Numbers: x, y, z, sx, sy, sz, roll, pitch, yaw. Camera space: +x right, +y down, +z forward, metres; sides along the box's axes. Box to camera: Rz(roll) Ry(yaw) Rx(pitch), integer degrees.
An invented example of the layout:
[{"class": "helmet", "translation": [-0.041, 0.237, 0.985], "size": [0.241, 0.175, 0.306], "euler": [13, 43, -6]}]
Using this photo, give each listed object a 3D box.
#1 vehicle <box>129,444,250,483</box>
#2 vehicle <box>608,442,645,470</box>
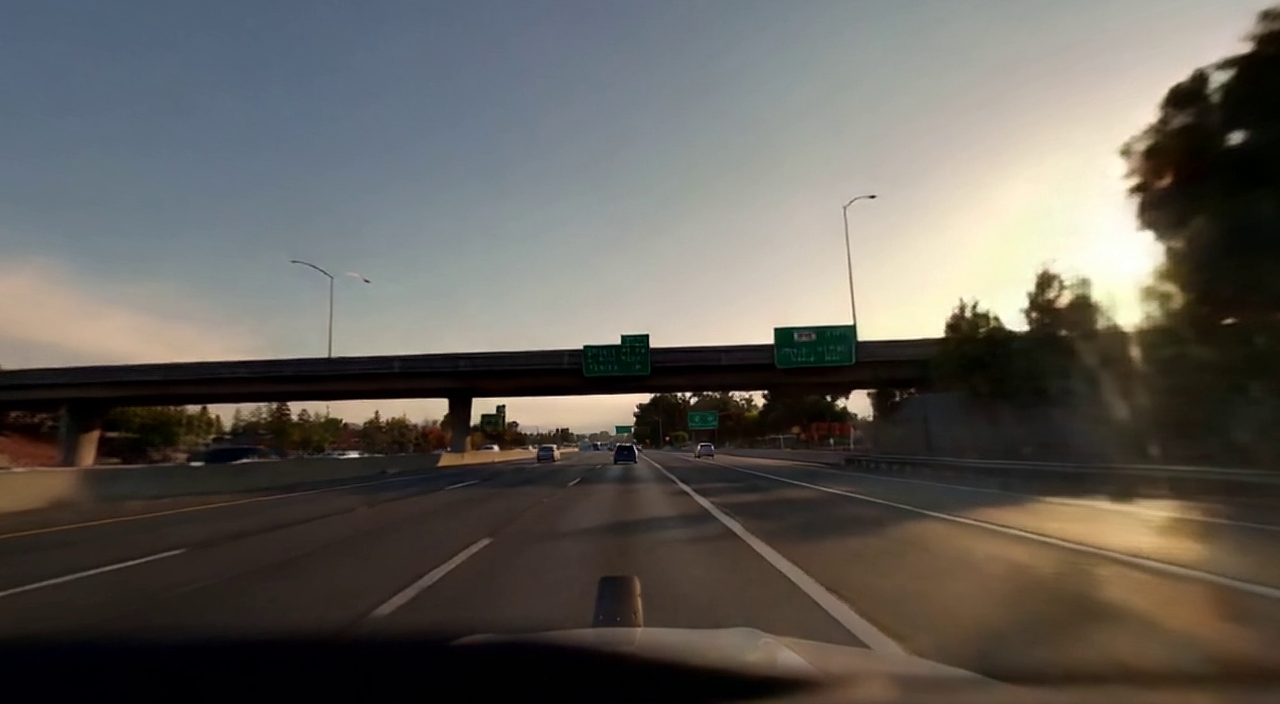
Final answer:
[{"class": "vehicle", "translation": [-20.151, 4.973, 28.591], "size": [1.975, 1.609, 4.840], "euler": [0, -8, -1]}, {"class": "vehicle", "translation": [-0.777, 5.855, 35.870], "size": [2.012, 1.471, 4.059], "euler": [0, -8, -2]}]
